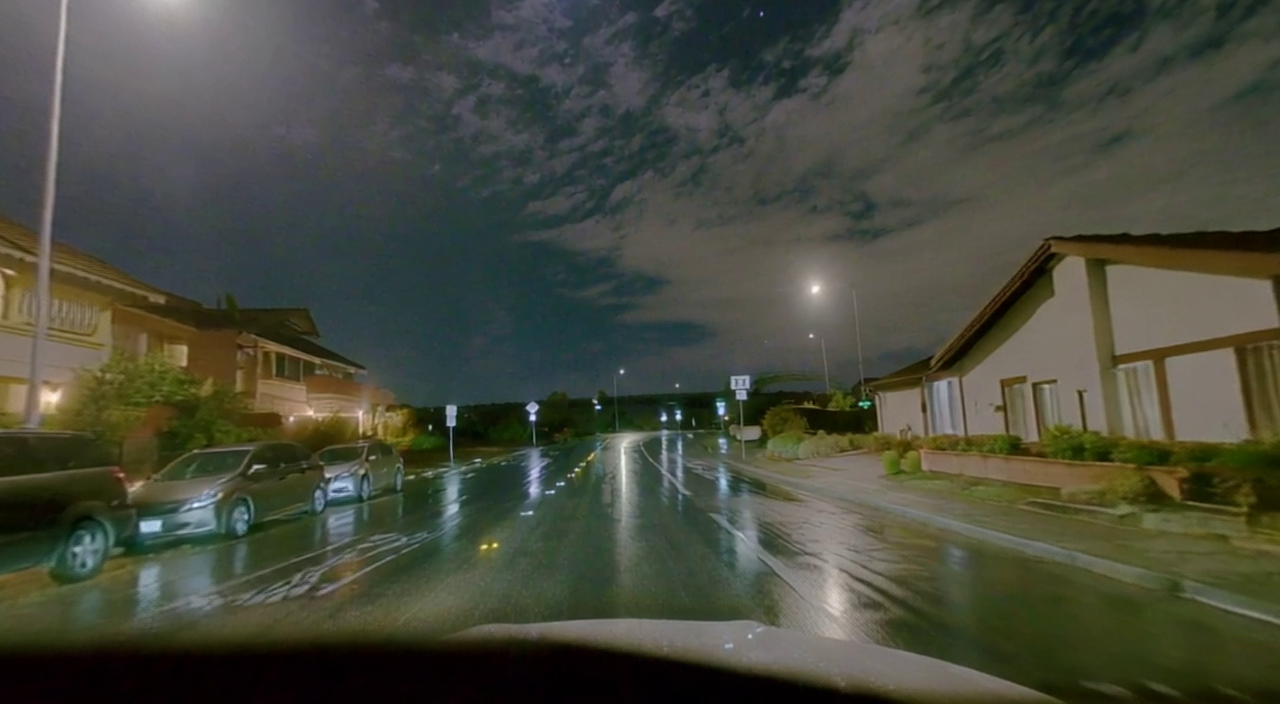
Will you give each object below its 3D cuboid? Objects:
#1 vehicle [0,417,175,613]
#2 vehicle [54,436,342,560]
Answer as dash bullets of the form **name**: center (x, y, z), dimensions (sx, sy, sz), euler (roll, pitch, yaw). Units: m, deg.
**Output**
- **vehicle**: center (-6.671, 1.444, 5.473), dimensions (1.865, 1.750, 4.507), euler (0, -8, -1)
- **vehicle**: center (-6.567, 2.119, 9.995), dimensions (1.777, 1.554, 3.790), euler (0, -8, 0)
